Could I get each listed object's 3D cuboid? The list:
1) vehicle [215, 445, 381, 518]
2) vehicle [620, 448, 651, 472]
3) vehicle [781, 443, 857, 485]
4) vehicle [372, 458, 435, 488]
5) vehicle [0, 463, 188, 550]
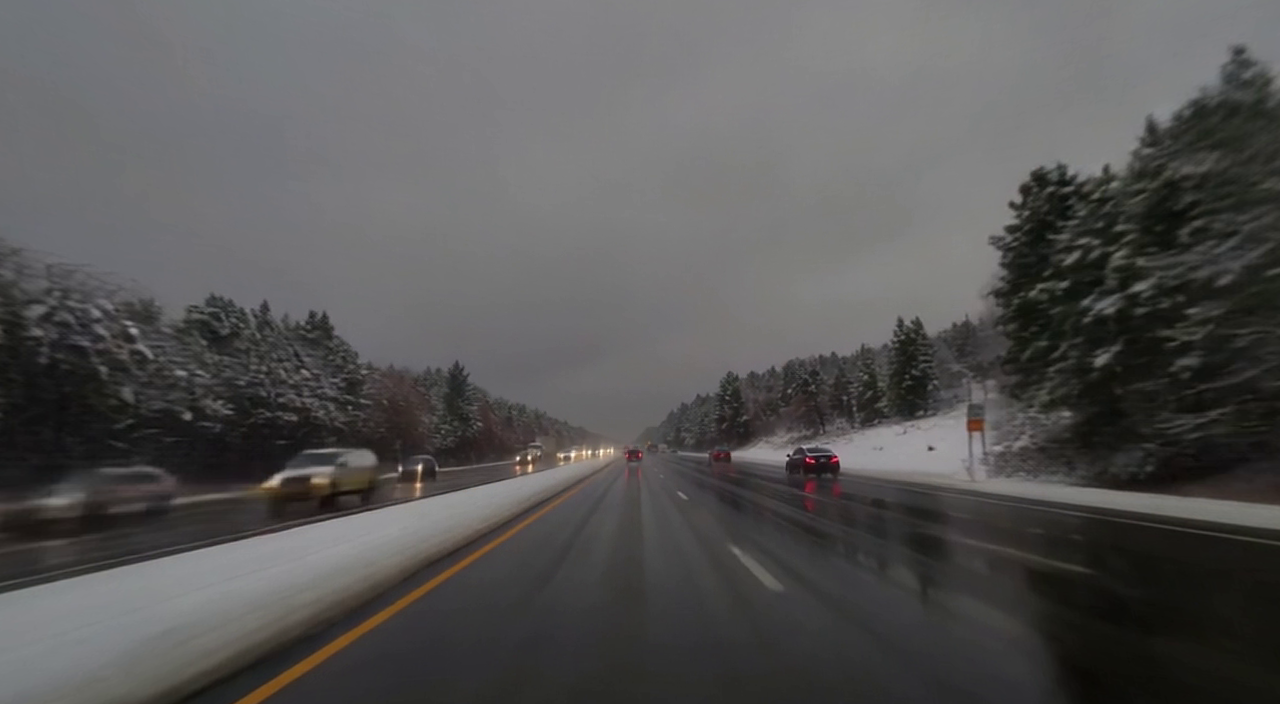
[{"bbox_3d":[-8.846,3.340,16.839,1.997,1.658,4.291,0,-9,0],"label":"vehicle"},{"bbox_3d":[-0.308,7.340,43.118,2.021,1.507,4.272,0,-9,0],"label":"vehicle"},{"bbox_3d":[7.186,4.516,25.746,1.903,1.566,3.866,0,-9,-1],"label":"vehicle"},{"bbox_3d":[-12.916,6.622,34.768,1.810,1.498,4.320,0,-9,0],"label":"vehicle"},{"bbox_3d":[-12.507,3.303,14.079,1.824,1.548,4.025,0,-9,0],"label":"vehicle"}]
